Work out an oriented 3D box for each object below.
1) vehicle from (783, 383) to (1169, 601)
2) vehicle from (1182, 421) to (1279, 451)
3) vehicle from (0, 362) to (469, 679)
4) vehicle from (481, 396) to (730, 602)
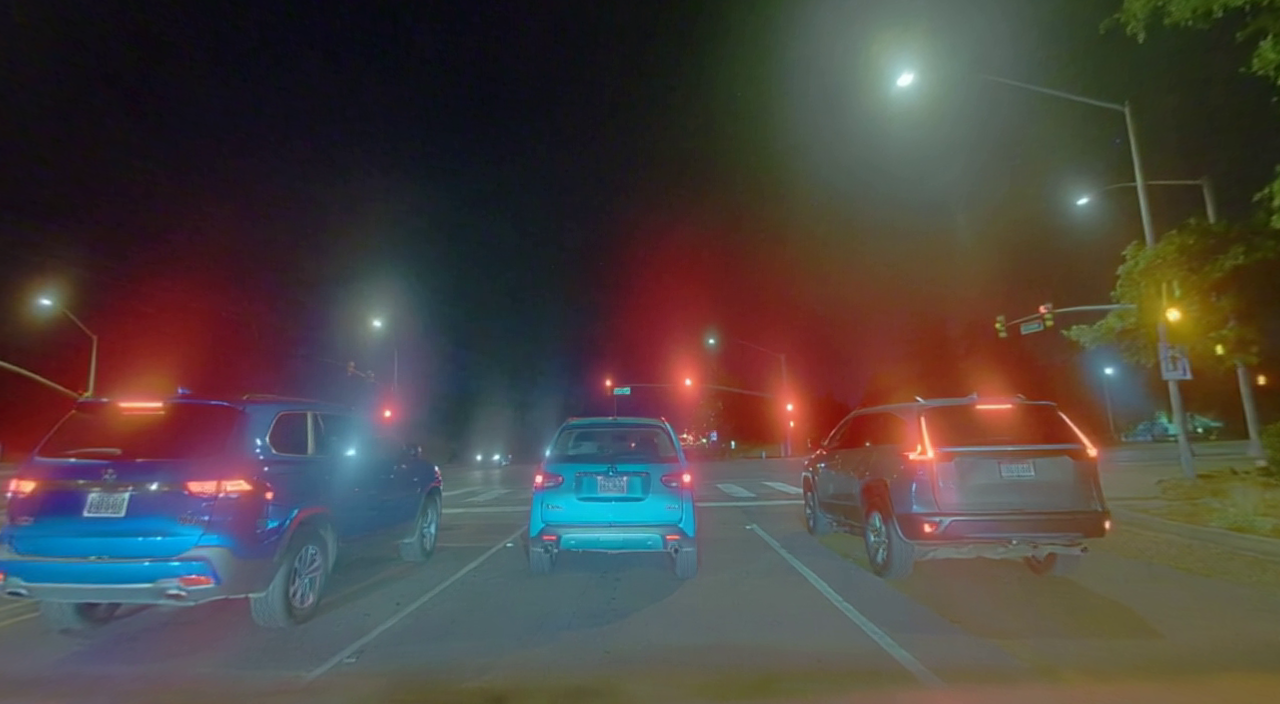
[{"bbox_3d":[3.277,1.481,7.506,2.083,1.779,4.532,0,-8,0],"label":"vehicle"},{"bbox_3d":[32.814,4.651,34.752,4.175,1.634,1.877,1,-8,-4],"label":"vehicle"},{"bbox_3d":[-3.275,1.282,5.901,2.047,1.810,4.414,0,-8,1],"label":"vehicle"},{"bbox_3d":[-0.234,1.516,7.318,2.067,1.702,3.987,0,-8,2],"label":"vehicle"}]
